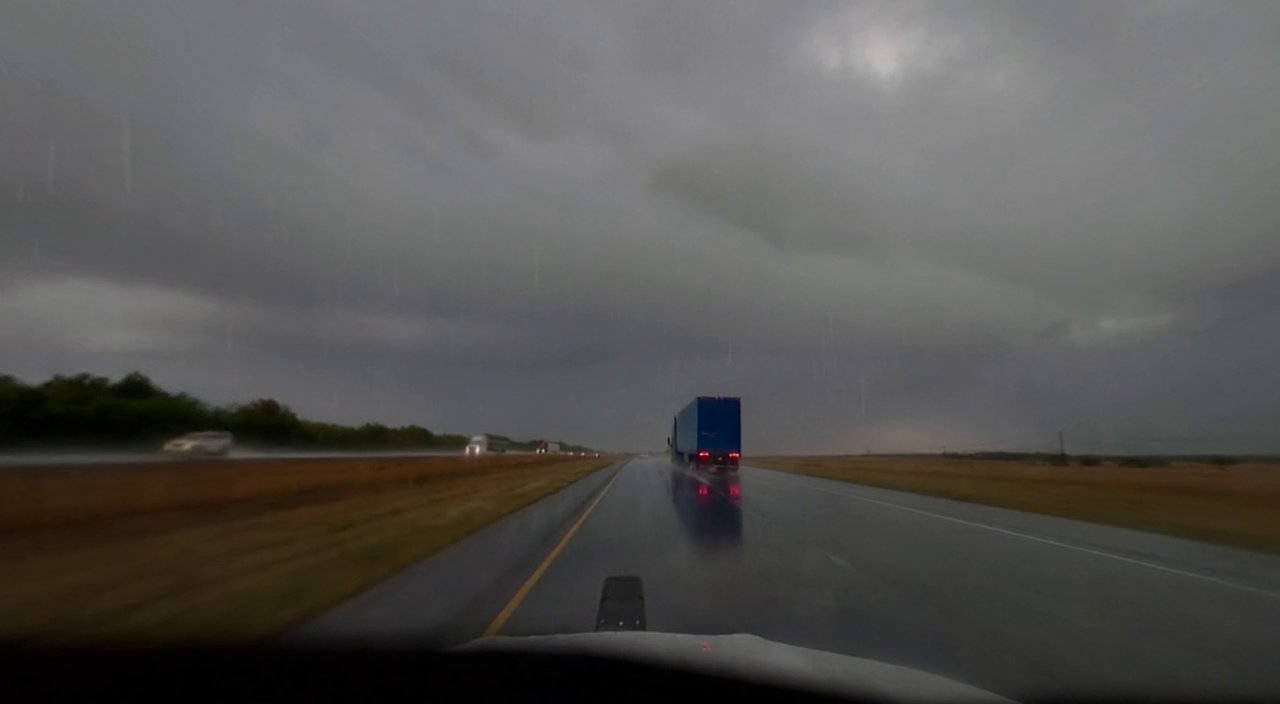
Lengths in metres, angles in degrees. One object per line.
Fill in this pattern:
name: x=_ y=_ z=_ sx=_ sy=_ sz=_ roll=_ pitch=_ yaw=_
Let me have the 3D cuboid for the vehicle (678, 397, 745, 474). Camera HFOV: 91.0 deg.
vehicle: x=4.309 y=5.580 z=41.070 sx=2.818 sy=4.206 sz=12.987 roll=0 pitch=-9 yaw=0
